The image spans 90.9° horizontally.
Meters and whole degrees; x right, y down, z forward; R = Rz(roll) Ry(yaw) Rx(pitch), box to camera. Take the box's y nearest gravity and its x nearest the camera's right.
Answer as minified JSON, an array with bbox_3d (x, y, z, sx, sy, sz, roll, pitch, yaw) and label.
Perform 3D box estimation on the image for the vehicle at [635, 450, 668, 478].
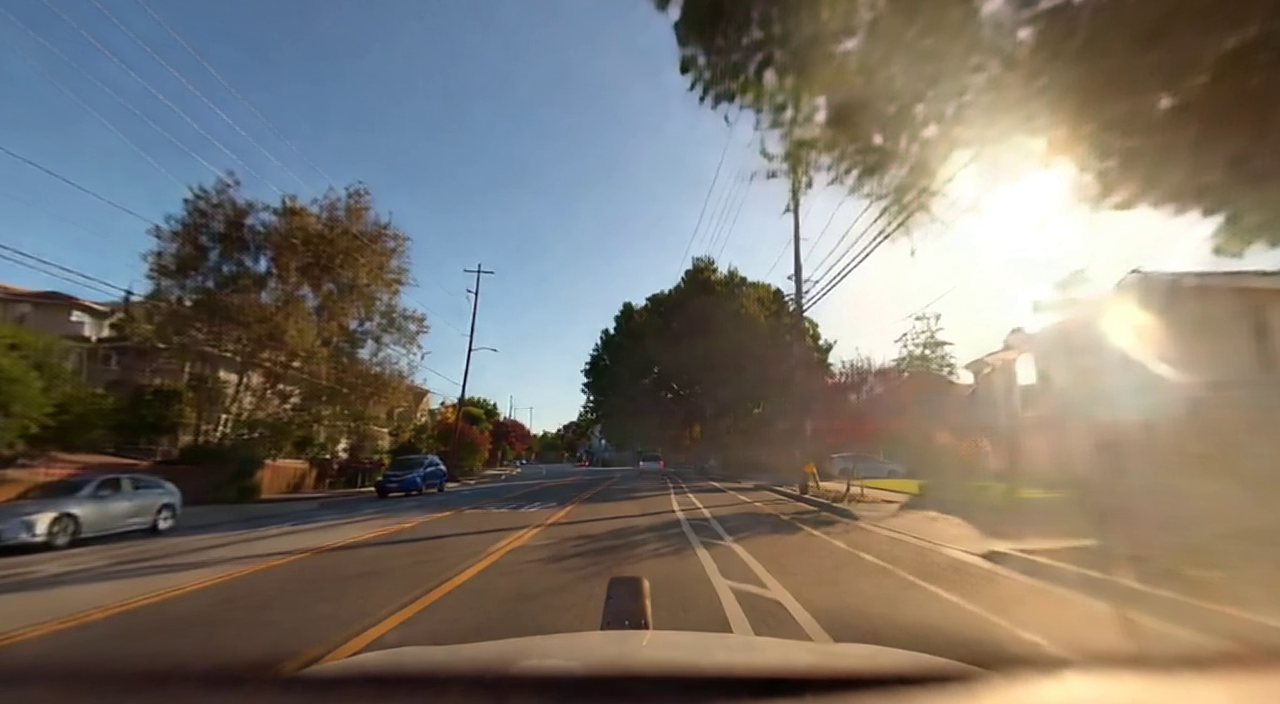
[{"bbox_3d":[0.855,8.127,46.131,2.284,1.741,4.702,2,-8,2],"label":"vehicle"}]

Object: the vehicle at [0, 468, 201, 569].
[{"bbox_3d":[-11.387,3.154,12.632,1.965,1.455,4.472,0,-8,-1],"label":"vehicle"}]

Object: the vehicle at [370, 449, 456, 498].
[{"bbox_3d":[-10.568,5.662,29.822,1.998,2.047,5.167,0,-8,1],"label":"vehicle"}]

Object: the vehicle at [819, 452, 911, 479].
[{"bbox_3d":[13.183,6.647,37.071,4.648,1.511,1.919,0,-8,-1],"label":"vehicle"}]
